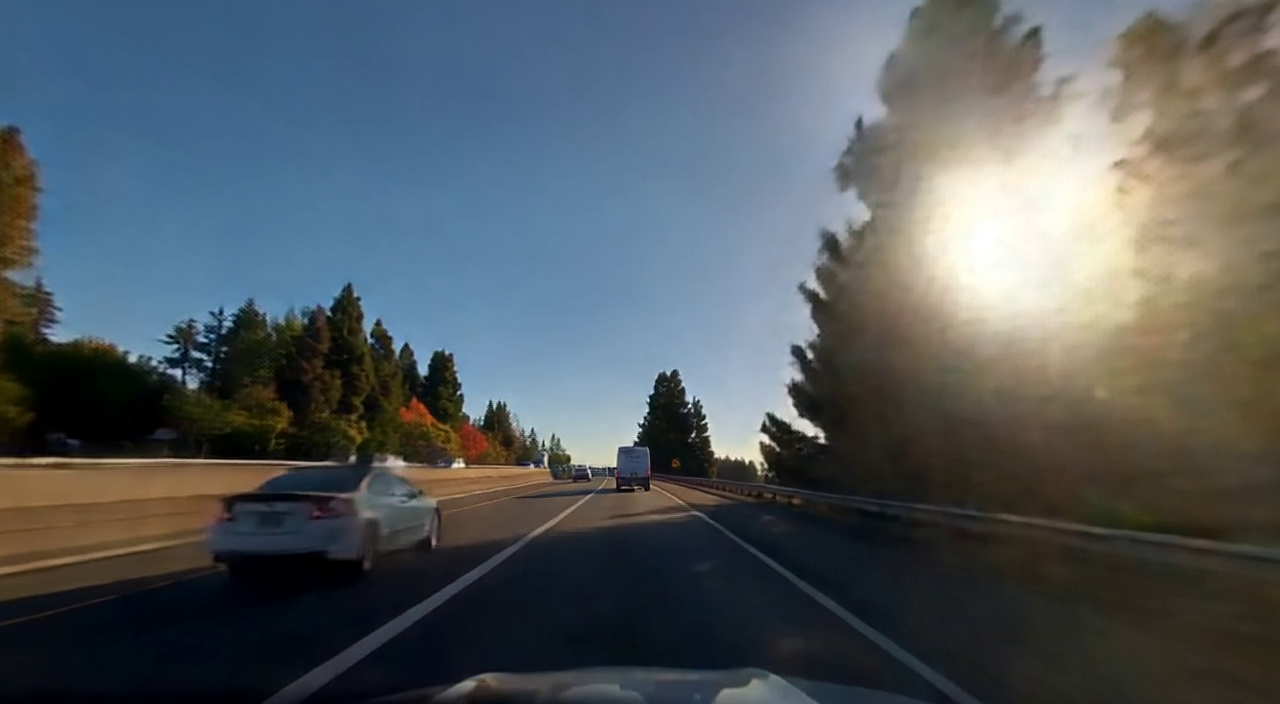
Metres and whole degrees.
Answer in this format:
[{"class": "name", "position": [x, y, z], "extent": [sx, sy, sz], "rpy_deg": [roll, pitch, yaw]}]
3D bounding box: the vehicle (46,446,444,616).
[{"class": "vehicle", "position": [-4.318, 2.056, 8.067], "extent": [2.128, 1.491, 4.508], "rpy_deg": [1, -11, 0]}]

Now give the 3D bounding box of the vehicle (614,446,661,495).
[{"class": "vehicle", "position": [-0.175, 6.781, 36.191], "extent": [2.482, 2.549, 5.447], "rpy_deg": [1, -11, -1]}]

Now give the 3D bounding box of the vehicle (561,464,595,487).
[{"class": "vehicle", "position": [-4.533, 9.100, 46.494], "extent": [2.100, 1.605, 3.883], "rpy_deg": [1, -10, 0]}]
